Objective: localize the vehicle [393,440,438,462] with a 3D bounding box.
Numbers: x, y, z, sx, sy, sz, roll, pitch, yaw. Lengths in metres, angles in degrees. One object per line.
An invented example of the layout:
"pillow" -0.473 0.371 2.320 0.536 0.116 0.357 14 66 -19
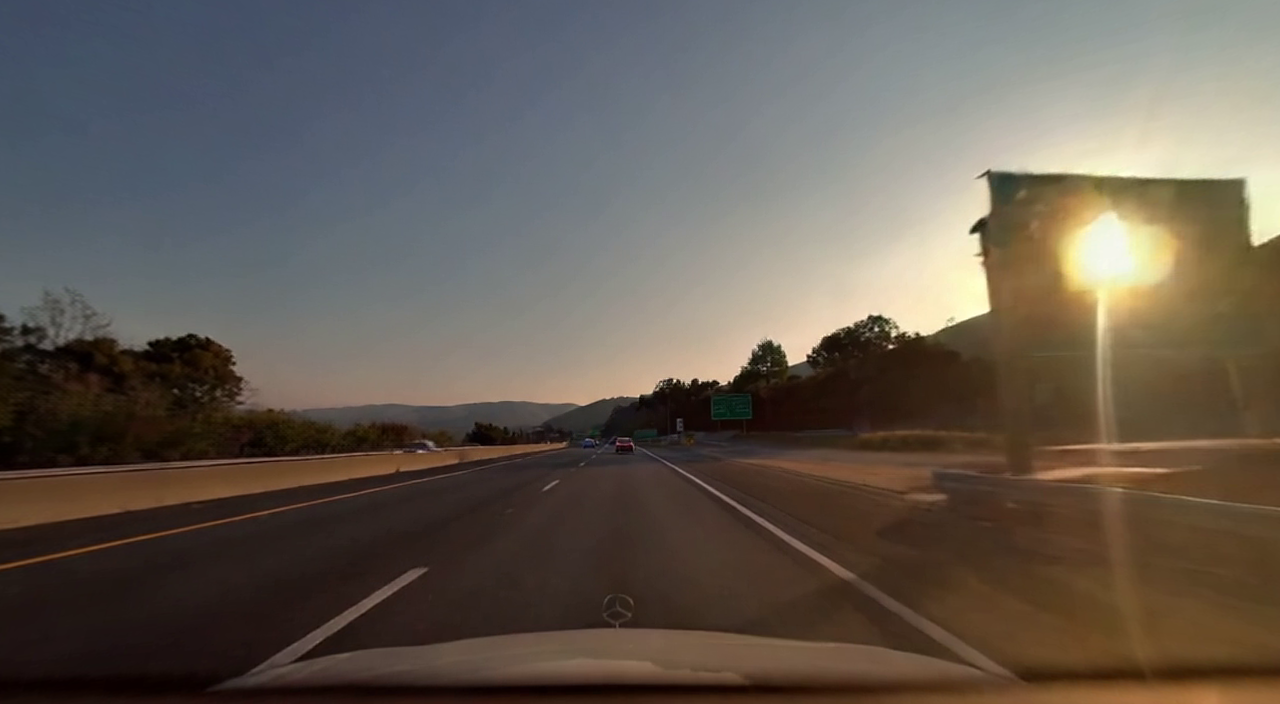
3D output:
"vehicle" -16.859 7.443 47.420 1.911 1.576 4.301 0 -8 -1
